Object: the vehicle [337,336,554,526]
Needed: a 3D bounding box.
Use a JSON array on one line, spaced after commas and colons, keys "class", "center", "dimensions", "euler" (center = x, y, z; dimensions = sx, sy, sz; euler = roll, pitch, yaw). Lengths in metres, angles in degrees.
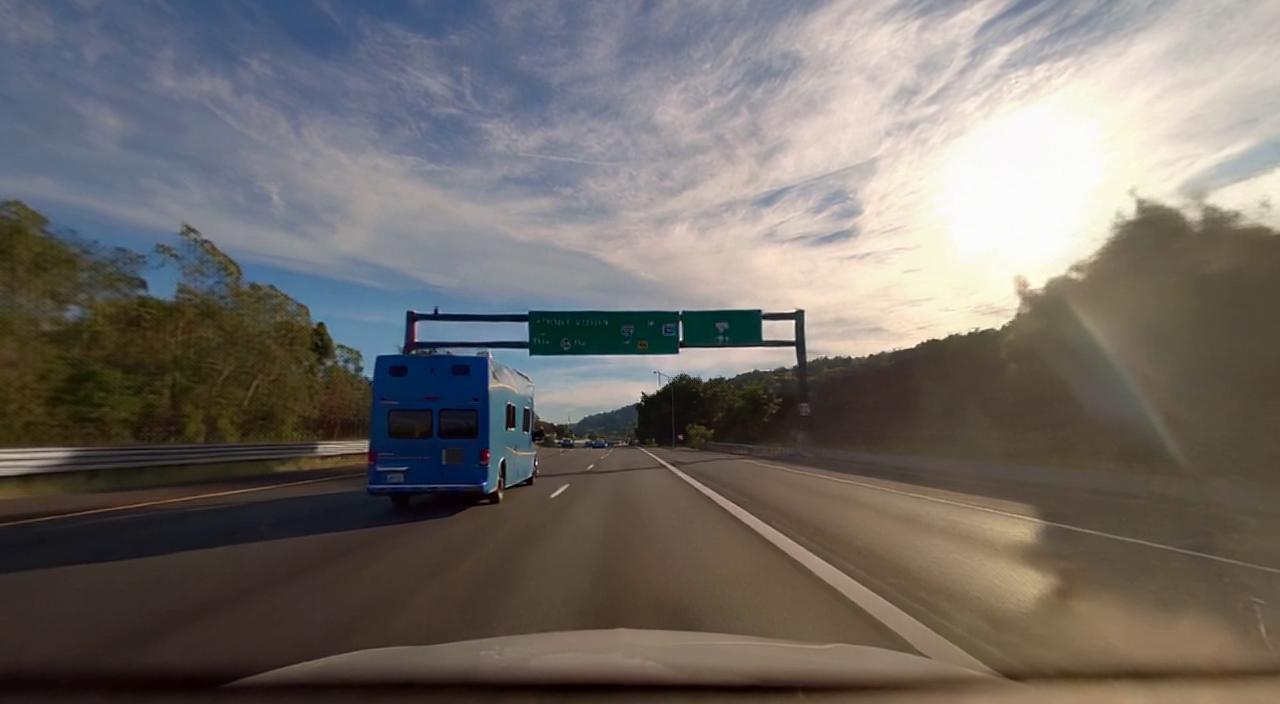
[{"class": "vehicle", "center": [-3.891, 1.819, 14.729], "dimensions": [2.676, 3.269, 7.388], "euler": [-1, -7, 1]}]
